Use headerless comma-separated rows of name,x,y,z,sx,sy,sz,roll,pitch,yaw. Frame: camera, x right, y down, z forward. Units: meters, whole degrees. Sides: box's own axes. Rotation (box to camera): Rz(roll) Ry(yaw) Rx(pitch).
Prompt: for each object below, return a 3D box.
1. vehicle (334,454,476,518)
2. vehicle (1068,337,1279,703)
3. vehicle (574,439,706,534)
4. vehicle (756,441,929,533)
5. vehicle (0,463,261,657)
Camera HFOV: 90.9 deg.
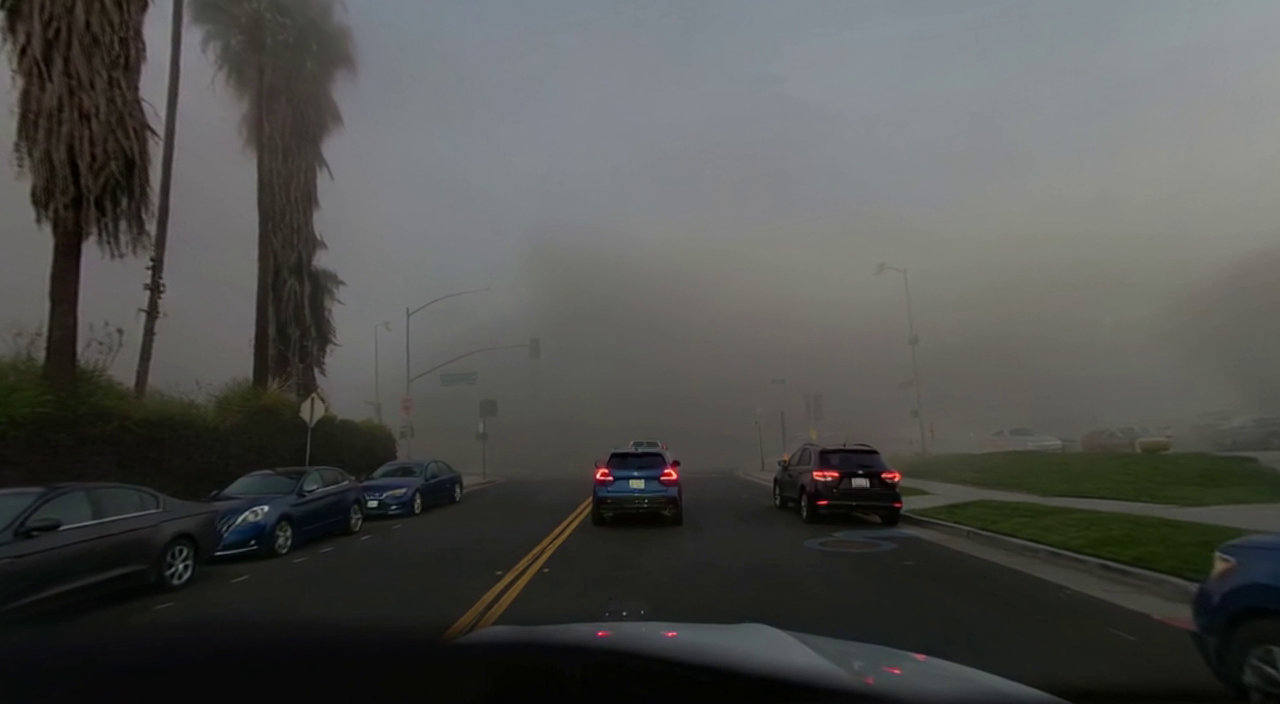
vehicle,-6.343,3.649,17.767,2.105,1.469,4.693,0,-8,1
vehicle,3.620,0.632,1.154,2.099,1.786,5.198,0,-8,1
vehicle,-0.017,2.411,11.964,2.060,1.452,4.078,0,-8,0
vehicle,3.583,2.440,12.135,1.821,1.417,4.454,0,-8,-1
vehicle,-6.161,1.929,6.340,1.850,1.482,4.454,0,-8,1
